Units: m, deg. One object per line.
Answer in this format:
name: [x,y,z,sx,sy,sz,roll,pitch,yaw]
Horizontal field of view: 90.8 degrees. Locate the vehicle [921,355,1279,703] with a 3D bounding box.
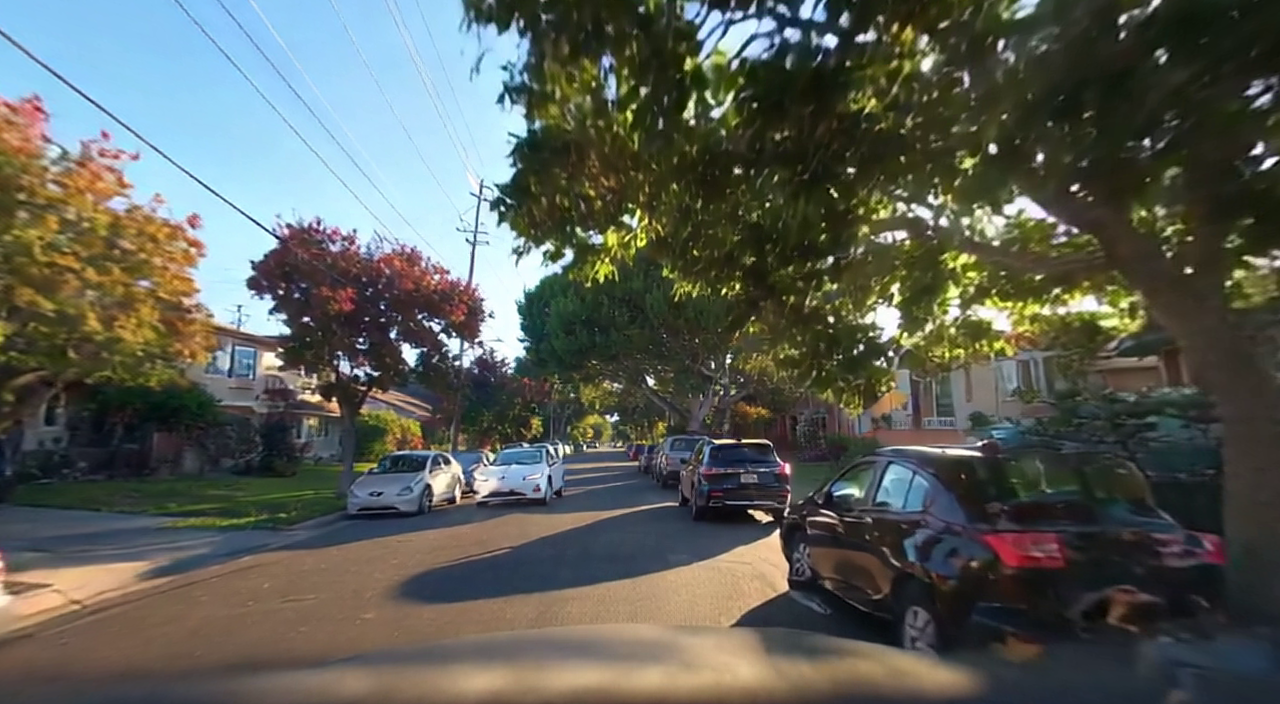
vehicle: [2.282,0.639,0.240,2.034,1.530,4.790,1,-8,-2]

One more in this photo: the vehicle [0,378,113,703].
vehicle: [-4.619,0.851,1.912,2.110,1.875,4.603,0,-8,-2]

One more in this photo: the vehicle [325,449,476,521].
vehicle: [-5.489,3.069,15.161,1.932,1.431,4.198,0,-8,1]

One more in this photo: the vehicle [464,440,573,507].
vehicle: [-3.061,3.180,17.112,2.060,1.525,4.876,0,-8,-1]

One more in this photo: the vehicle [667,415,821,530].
vehicle: [1.801,2.303,12.645,2.032,1.839,4.597,1,-8,-4]
